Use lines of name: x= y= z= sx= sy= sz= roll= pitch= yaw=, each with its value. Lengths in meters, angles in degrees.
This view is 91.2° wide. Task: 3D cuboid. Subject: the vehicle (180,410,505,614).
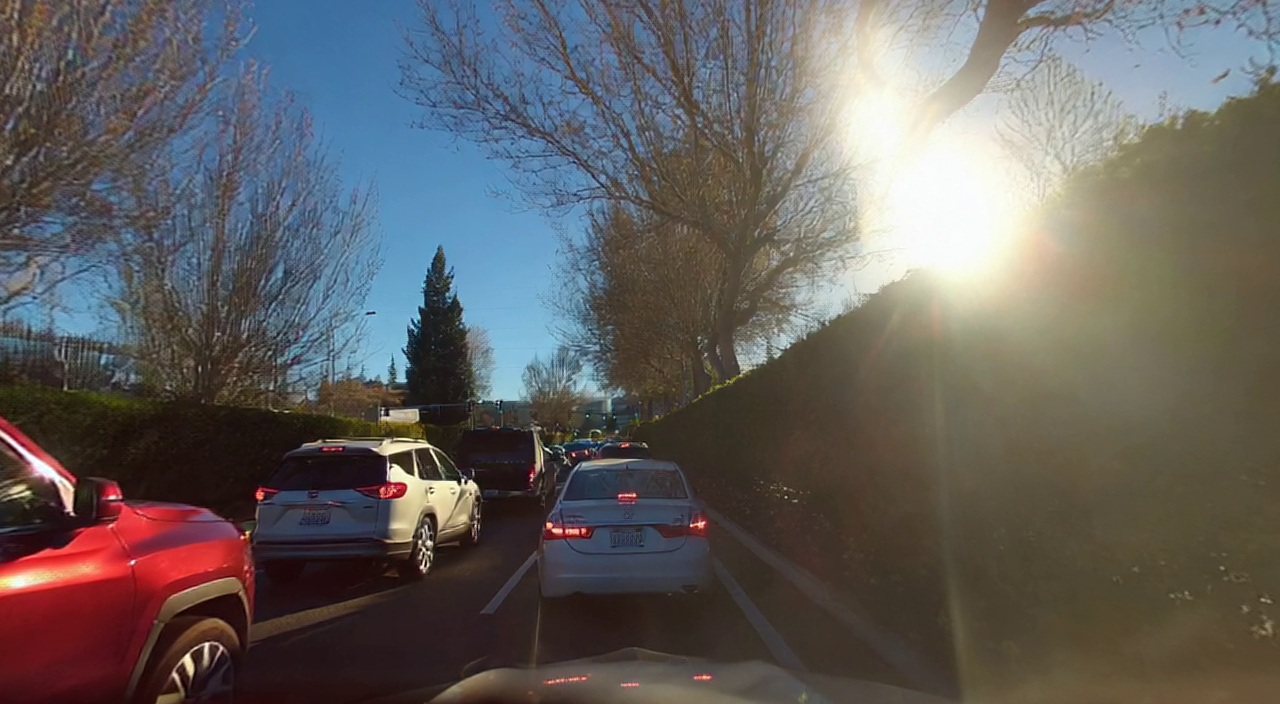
vehicle: x=-3.406 y=1.866 z=8.336 sx=2.256 sy=1.728 sz=4.421 roll=-6 pitch=-8 yaw=-2

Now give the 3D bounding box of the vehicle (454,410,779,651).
vehicle: x=-0.178 y=1.504 z=6.257 sx=2.154 sy=1.581 sz=4.007 roll=0 pitch=-9 yaw=-1

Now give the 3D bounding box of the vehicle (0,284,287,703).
vehicle: x=-3.282 y=0.684 z=1.265 sx=2.205 sy=1.913 sz=5.327 roll=-6 pitch=-8 yaw=-2
